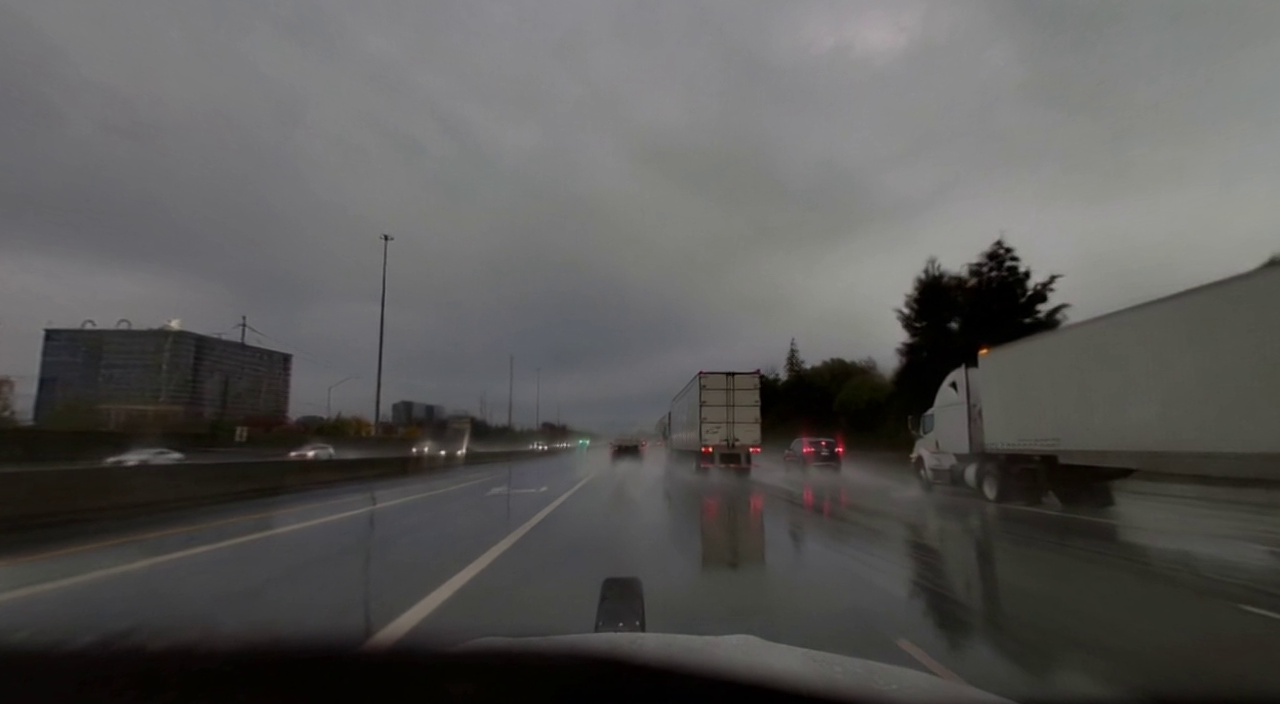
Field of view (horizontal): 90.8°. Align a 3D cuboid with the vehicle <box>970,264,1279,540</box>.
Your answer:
[{"bbox_3d":[11.225,0.784,9.786,2.898,4.171,17.188,0,-9,0],"label":"vehicle"}]

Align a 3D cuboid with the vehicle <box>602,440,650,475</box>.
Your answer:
[{"bbox_3d":[-0.665,5.087,30.591,2.163,1.551,4.180,0,-9,-1],"label":"vehicle"}]

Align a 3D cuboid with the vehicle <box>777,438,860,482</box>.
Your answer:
[{"bbox_3d":[7.336,4.499,26.482,2.154,1.658,4.347,0,-9,-1],"label":"vehicle"}]

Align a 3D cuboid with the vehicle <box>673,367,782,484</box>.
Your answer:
[{"bbox_3d":[3.376,3.387,27.759,2.999,4.127,10.526,0,-9,-2],"label":"vehicle"}]

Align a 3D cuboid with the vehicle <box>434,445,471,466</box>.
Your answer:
[{"bbox_3d":[-13.269,7.300,44.851,1.543,1.408,3.505,0,-9,0],"label":"vehicle"}]

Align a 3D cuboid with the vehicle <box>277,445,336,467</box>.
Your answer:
[{"bbox_3d":[-24.093,7.495,45.820,1.905,1.516,4.340,0,-9,0],"label":"vehicle"}]

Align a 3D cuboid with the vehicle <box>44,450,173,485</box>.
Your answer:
[{"bbox_3d":[-24.123,5.216,28.954,1.950,1.455,4.569,0,-9,0],"label":"vehicle"}]
